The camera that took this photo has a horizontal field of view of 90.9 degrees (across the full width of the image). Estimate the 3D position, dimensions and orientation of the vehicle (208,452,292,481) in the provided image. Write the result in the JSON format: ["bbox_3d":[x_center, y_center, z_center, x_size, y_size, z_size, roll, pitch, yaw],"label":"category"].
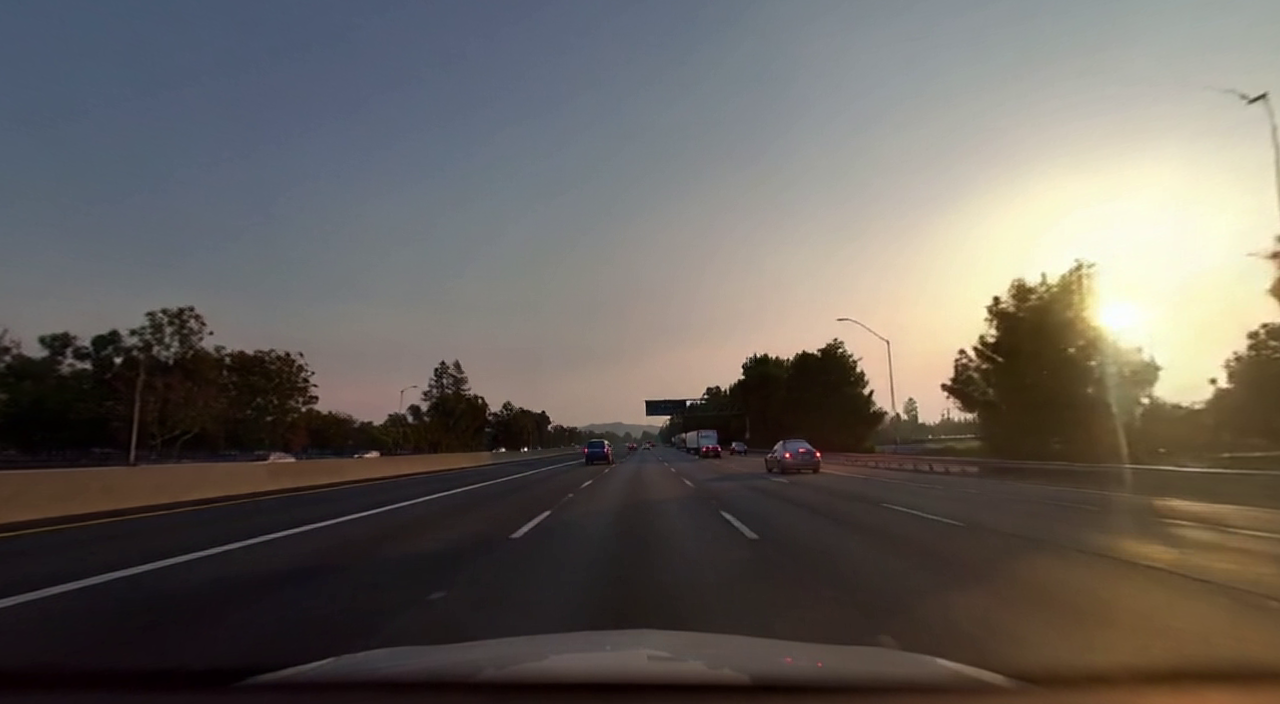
[{"bbox_3d":[-22.085,6.491,35.946,1.878,1.486,4.512,0,-8,0],"label":"vehicle"}]

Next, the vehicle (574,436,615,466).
[{"bbox_3d":[-3.138,6.947,44.428,2.453,1.952,5.320,0,-8,1],"label":"vehicle"}]

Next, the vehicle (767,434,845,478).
[{"bbox_3d":[6.898,4.358,26.678,2.063,1.706,4.259,0,-8,-1],"label":"vehicle"}]
